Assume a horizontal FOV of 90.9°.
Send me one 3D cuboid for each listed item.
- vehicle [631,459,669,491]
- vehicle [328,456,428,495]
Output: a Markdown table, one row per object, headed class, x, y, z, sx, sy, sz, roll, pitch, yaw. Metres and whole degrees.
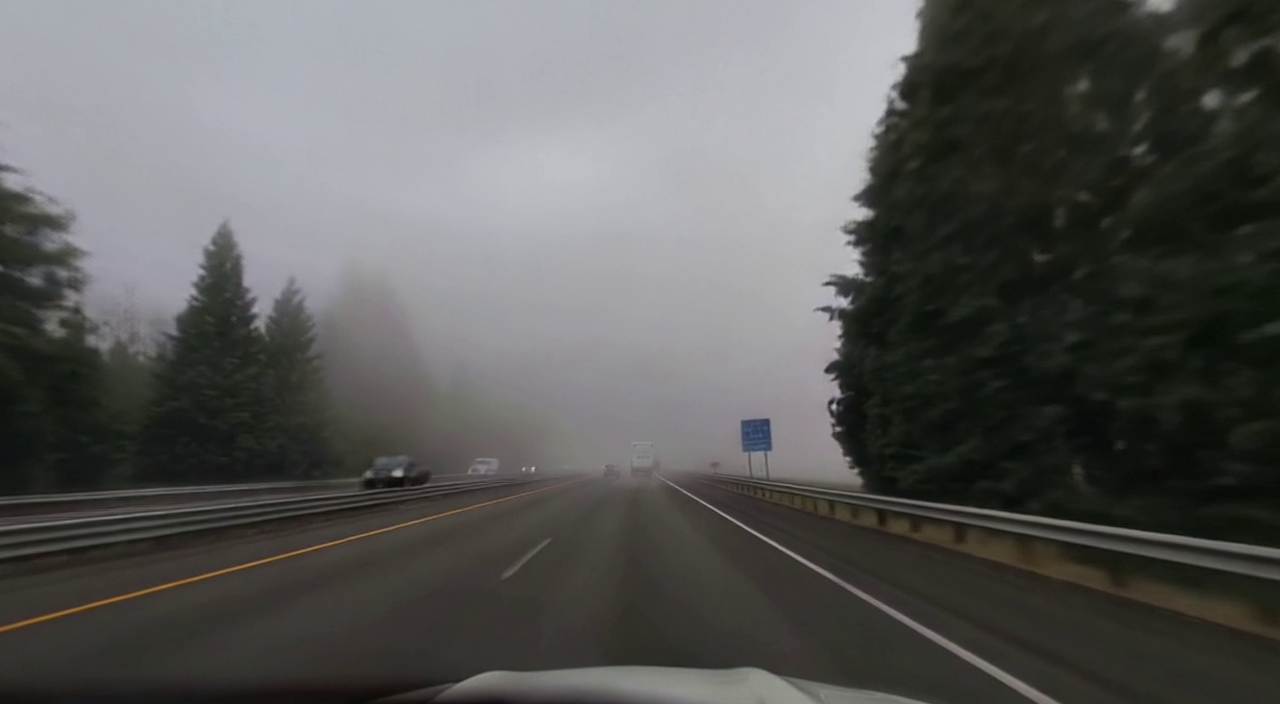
| class | x | y | z | sx | sy | sz | roll | pitch | yaw |
| --- | --- | --- | --- | --- | --- | --- | --- | --- | --- |
| vehicle | 0.548 | 6.966 | 35.802 | 2.048 | 1.663 | 4.377 | 1 | -10 | 0 |
| vehicle | -11.654 | 5.558 | 28.602 | 1.916 | 1.535 | 5.991 | 1 | -10 | 1 |
